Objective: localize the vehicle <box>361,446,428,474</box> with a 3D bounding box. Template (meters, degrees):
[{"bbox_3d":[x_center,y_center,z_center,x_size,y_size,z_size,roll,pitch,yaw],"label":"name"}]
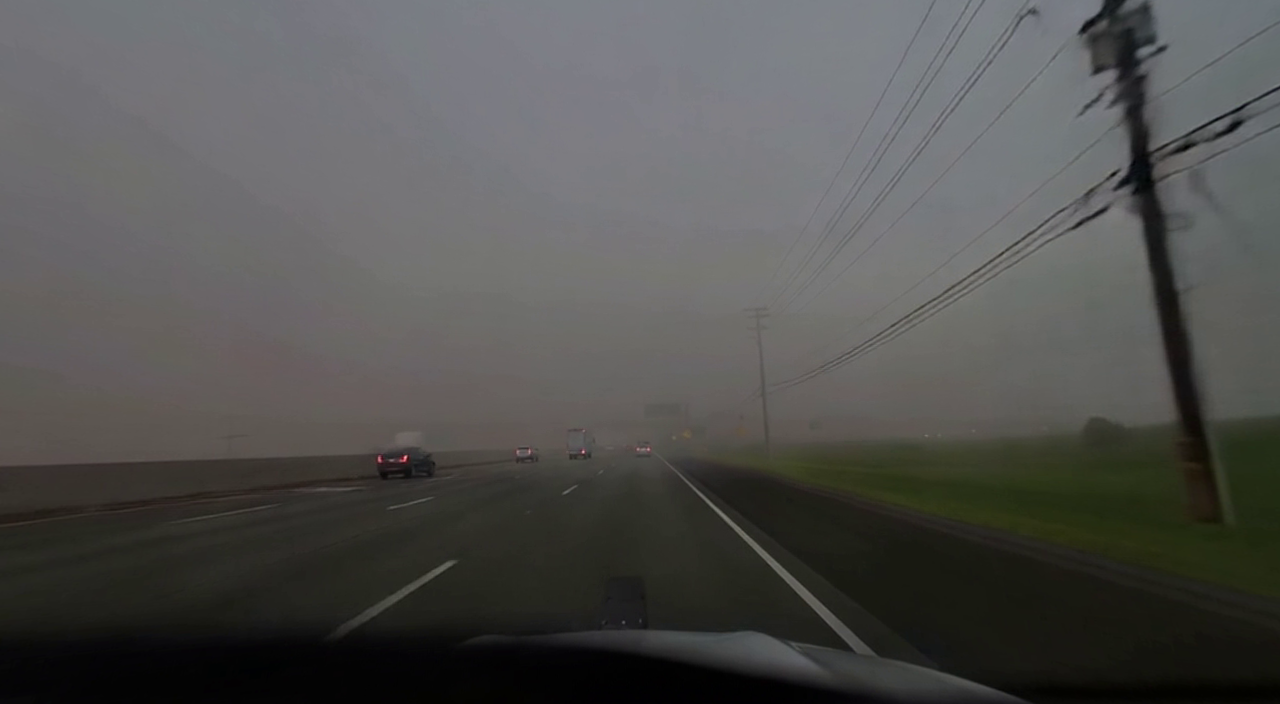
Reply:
[{"bbox_3d":[-14.057,6.217,36.440,1.988,1.477,4.442,0,-8,1],"label":"vehicle"}]
